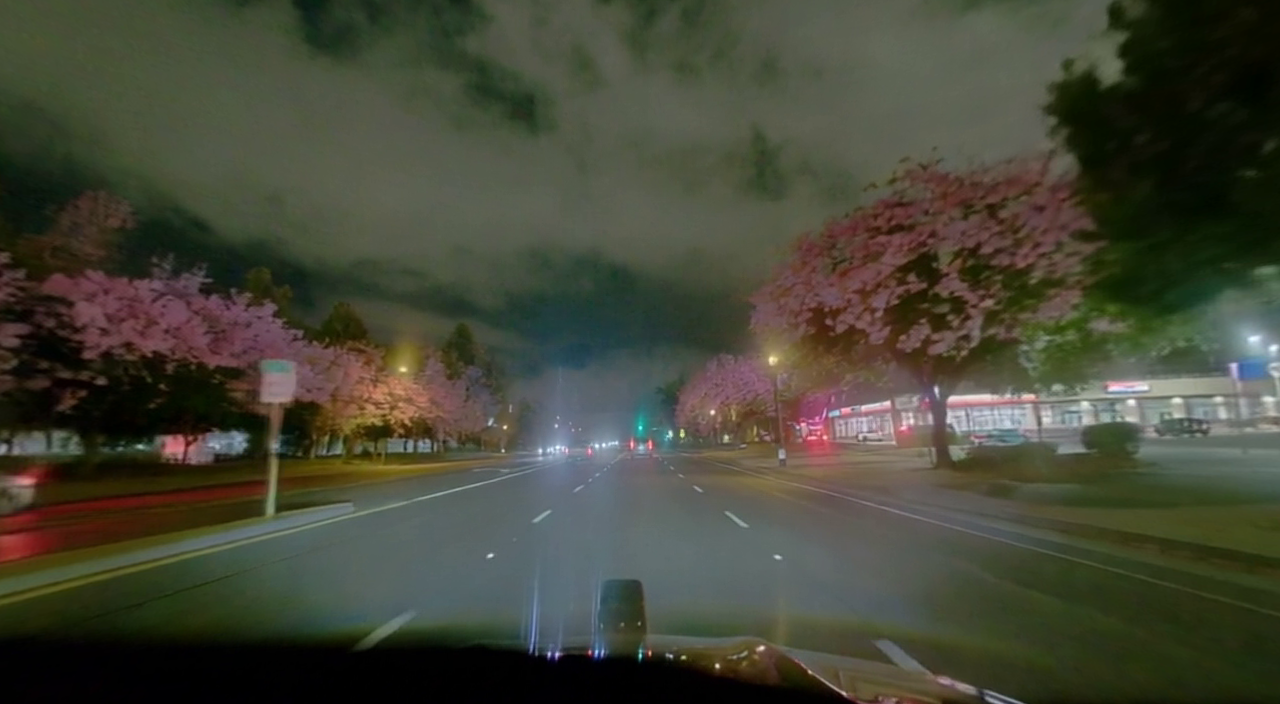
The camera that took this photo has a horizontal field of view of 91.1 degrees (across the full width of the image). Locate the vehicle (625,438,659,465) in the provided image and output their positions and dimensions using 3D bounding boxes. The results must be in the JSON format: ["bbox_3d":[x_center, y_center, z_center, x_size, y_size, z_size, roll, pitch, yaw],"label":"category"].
[{"bbox_3d":[0.104,6.473,41.052,2.149,1.701,4.379,0,-8,-1],"label":"vehicle"}]

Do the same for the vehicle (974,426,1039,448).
[{"bbox_3d":[25.430,5.908,43.702,1.728,1.443,4.505,1,-8,-1],"label":"vehicle"}]

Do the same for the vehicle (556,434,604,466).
[{"bbox_3d":[-3.647,6.065,38.930,2.453,1.844,4.751,0,-8,1],"label":"vehicle"}]
